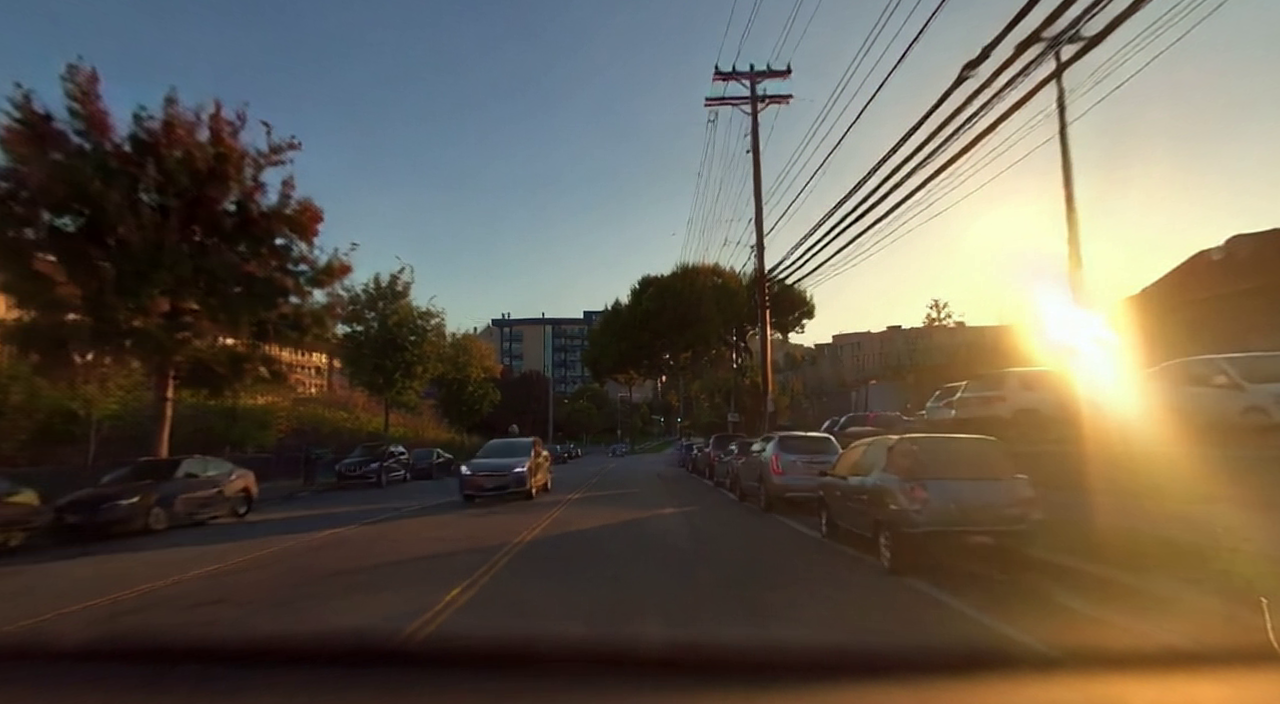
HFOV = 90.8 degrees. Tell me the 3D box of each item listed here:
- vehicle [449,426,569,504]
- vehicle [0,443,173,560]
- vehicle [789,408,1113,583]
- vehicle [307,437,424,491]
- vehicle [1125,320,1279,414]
[{"bbox_3d":[-3.191,2.842,16.408,2.103,1.721,4.473,0,-8,1],"label":"vehicle"},{"bbox_3d":[-9.939,2.250,9.435,4.386,1.511,1.947,0,-7,-22],"label":"vehicle"},{"bbox_3d":[3.468,1.669,8.245,1.936,1.641,4.434,0,-8,0],"label":"vehicle"},{"bbox_3d":[-11.400,4.656,26.780,2.322,2.037,5.030,-1,-8,6],"label":"vehicle"},{"bbox_3d":[11.462,0.282,11.322,3.857,1.457,1.950,-2,-7,0],"label":"vehicle"}]
